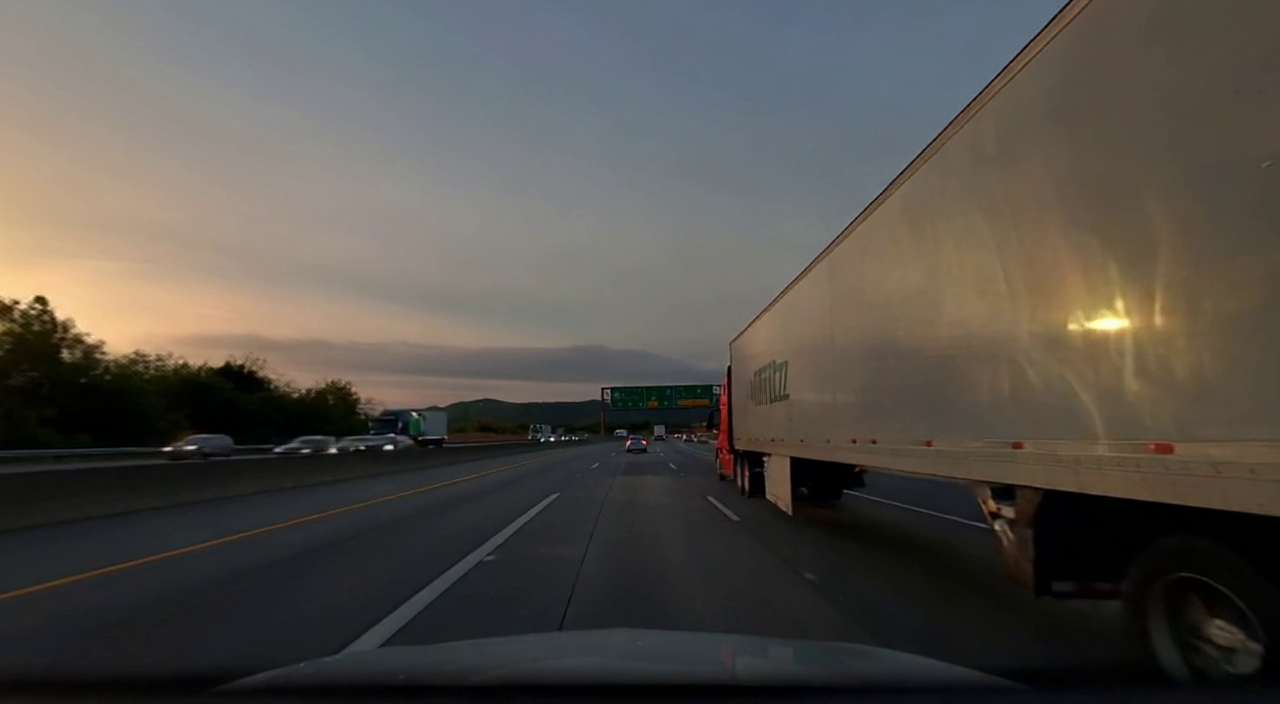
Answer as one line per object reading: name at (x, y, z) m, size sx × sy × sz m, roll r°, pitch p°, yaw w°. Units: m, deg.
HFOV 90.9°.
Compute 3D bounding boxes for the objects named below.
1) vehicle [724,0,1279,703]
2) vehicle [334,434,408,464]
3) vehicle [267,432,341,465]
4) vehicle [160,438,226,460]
vehicle at (3.637, 0.266, 7.482) m, size 2.976 × 4.077 × 14.571 m, roll 0°, pitch -8°, yaw -1°
vehicle at (-14.478, 5.215, 34.224) m, size 1.887 × 1.500 × 4.933 m, roll 0°, pitch -8°, yaw 0°
vehicle at (-18.416, 5.281, 34.773) m, size 1.830 × 1.722 × 4.048 m, roll 0°, pitch -8°, yaw 0°
vehicle at (-31.223, 6.763, 44.148) m, size 1.675 × 1.397 × 3.817 m, roll 0°, pitch -8°, yaw 3°
